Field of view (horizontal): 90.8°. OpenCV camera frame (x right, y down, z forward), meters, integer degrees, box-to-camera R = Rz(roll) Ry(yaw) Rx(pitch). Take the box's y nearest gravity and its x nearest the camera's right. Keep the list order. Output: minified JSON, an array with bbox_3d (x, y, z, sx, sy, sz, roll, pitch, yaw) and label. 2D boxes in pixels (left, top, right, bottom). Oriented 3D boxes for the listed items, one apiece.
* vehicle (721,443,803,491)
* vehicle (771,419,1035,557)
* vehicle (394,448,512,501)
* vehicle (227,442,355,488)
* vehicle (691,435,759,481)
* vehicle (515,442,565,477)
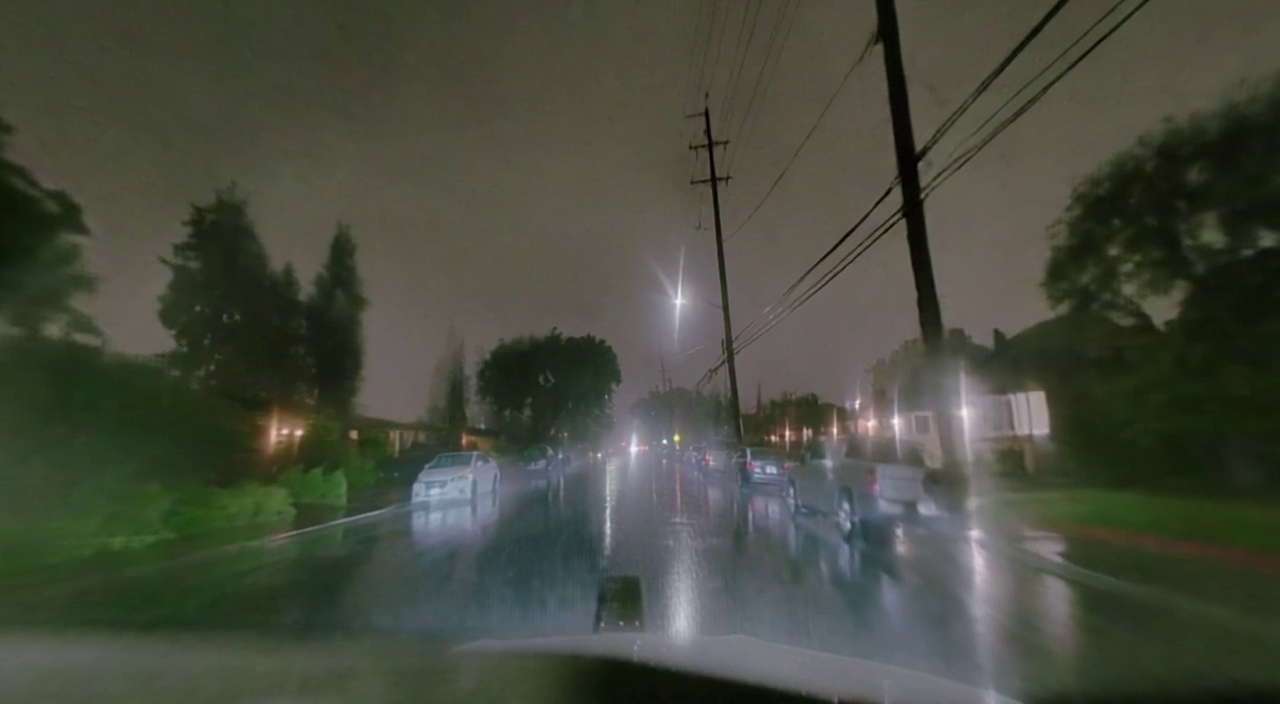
[{"bbox_3d":[4.074,3.910,21.851,1.848,1.436,4.582,0,-9,-1],"label":"vehicle"},{"bbox_3d":[3.760,2.027,10.213,2.247,1.618,4.655,2,-8,-1],"label":"vehicle"},{"bbox_3d":[-5.754,3.829,20.215,2.199,1.439,4.757,-1,-9,2],"label":"vehicle"},{"bbox_3d":[-15.796,5.081,28.703,4.747,1.899,2.181,-1,-7,13],"label":"vehicle"},{"bbox_3d":[3.660,4.701,28.340,2.122,1.809,5.421,0,-9,-2],"label":"vehicle"},{"bbox_3d":[-5.762,6.285,37.024,2.118,1.753,4.377,-4,-9,0],"label":"vehicle"}]
